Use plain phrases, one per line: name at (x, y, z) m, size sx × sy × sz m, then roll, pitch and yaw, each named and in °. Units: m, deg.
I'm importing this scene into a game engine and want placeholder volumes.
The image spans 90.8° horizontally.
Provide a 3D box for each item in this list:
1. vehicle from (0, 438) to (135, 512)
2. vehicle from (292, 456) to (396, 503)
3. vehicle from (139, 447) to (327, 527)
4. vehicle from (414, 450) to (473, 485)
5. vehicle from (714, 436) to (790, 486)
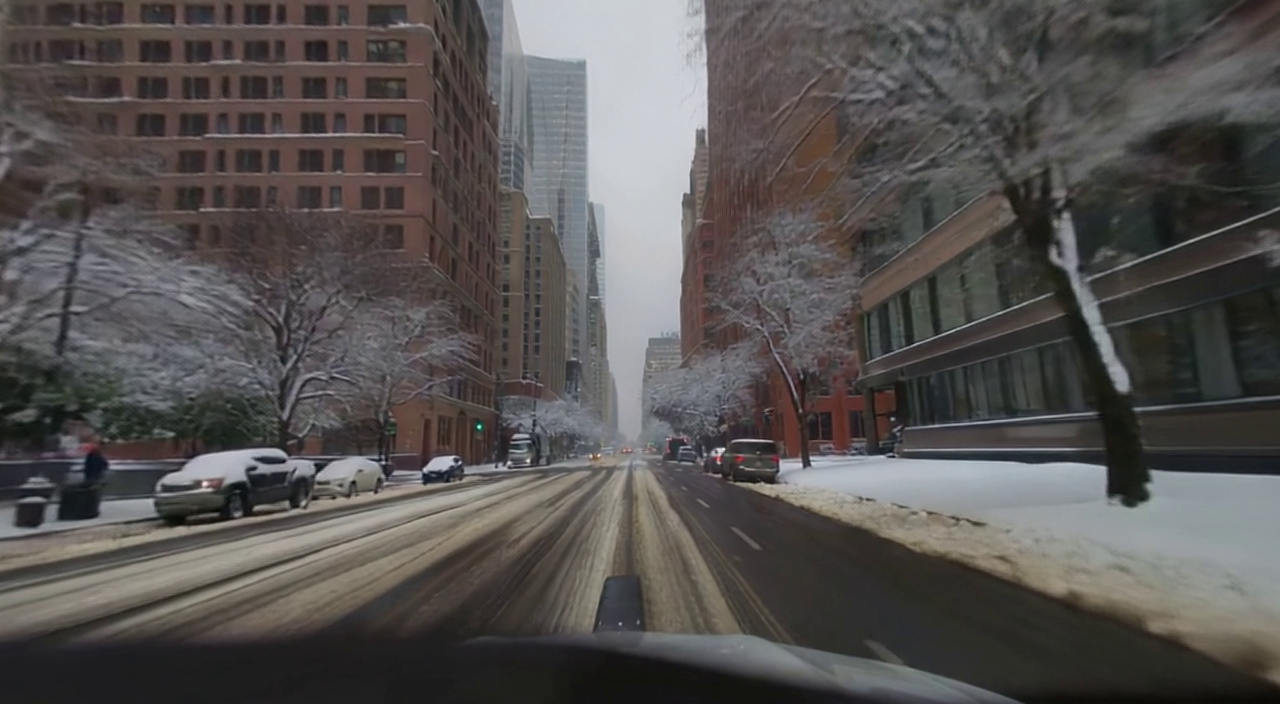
vehicle at (-18.529, 3.746, 19.869) m, size 4.675 × 1.985 × 2.189 m, roll -4°, pitch -7°, yaw 25°
vehicle at (-11.356, 4.903, 24.581) m, size 2.007 × 1.511 × 4.280 m, roll -4°, pitch -10°, yaw 0°
vehicle at (-11.344, 3.719, 18.273) m, size 1.970 × 1.828 × 5.519 m, roll -3°, pitch -8°, yaw -2°
vehicle at (-11.239, 6.640, 36.424) m, size 2.039 × 1.770 × 4.445 m, roll -3°, pitch -9°, yaw -1°
vehicle at (4.662, 4.649, 27.242) m, size 2.237 × 1.908 × 5.320 m, roll 0°, pitch -9°, yaw -1°
